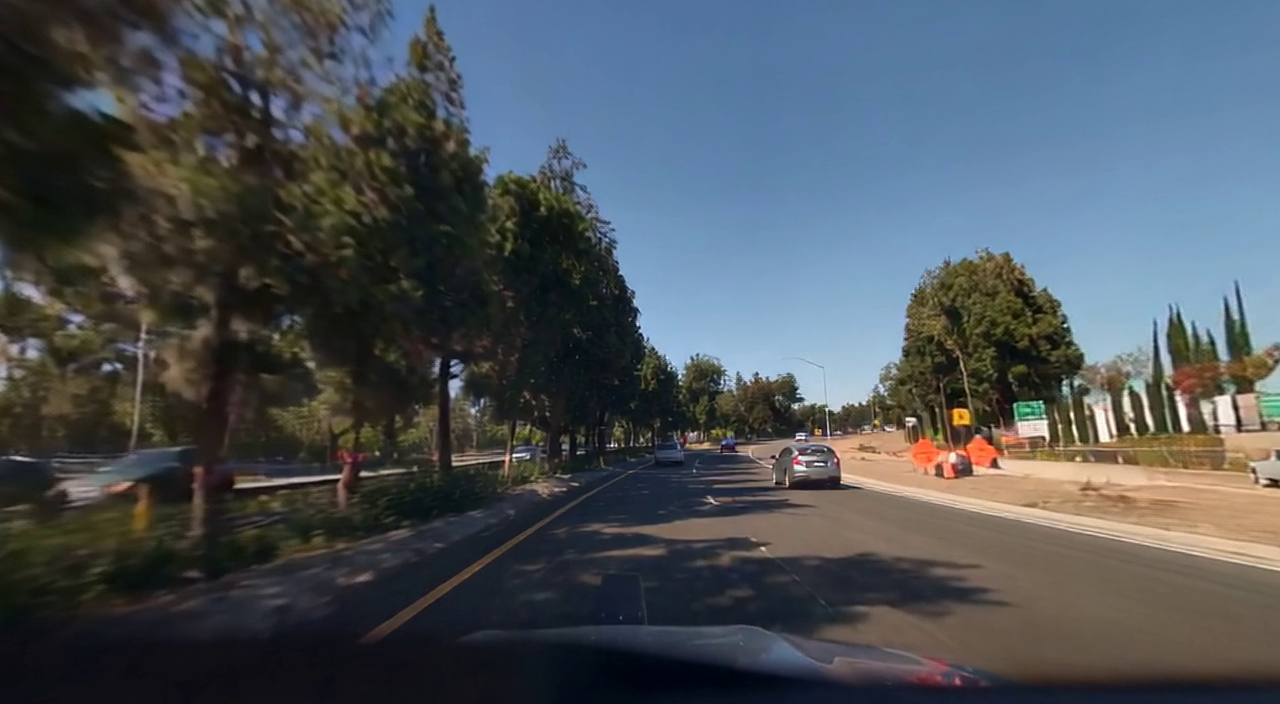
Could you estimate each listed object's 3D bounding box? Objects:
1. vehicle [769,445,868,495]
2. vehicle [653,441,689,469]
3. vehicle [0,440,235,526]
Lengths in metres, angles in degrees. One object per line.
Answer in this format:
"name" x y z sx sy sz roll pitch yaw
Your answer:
"vehicle" 5.720 3.816 20.827 2.044 1.474 4.083 0 -9 -1
"vehicle" 1.989 6.662 41.141 2.201 1.676 4.541 -1 -9 2
"vehicle" -11.982 2.957 14.848 1.957 1.688 4.315 0 -9 1
